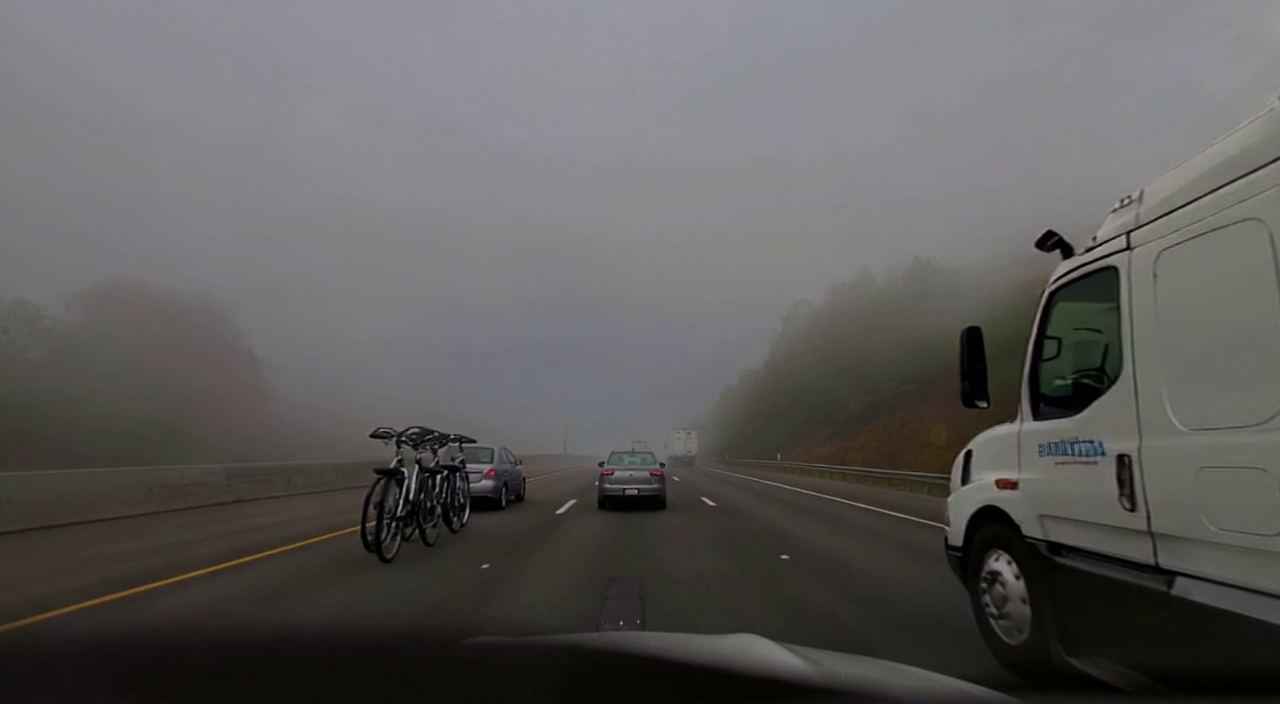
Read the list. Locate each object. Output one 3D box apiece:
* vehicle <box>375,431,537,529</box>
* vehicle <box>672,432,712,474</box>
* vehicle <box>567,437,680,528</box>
[{"bbox_3d":[-3.562,2.585,13.267,1.985,1.671,4.604,0,-9,0],"label":"vehicle"},{"bbox_3d":[3.475,6.955,43.634,2.234,2.679,5.372,0,-9,-1],"label":"vehicle"},{"bbox_3d":[-0.291,2.579,12.896,1.973,1.574,3.426,0,-9,0],"label":"vehicle"}]
